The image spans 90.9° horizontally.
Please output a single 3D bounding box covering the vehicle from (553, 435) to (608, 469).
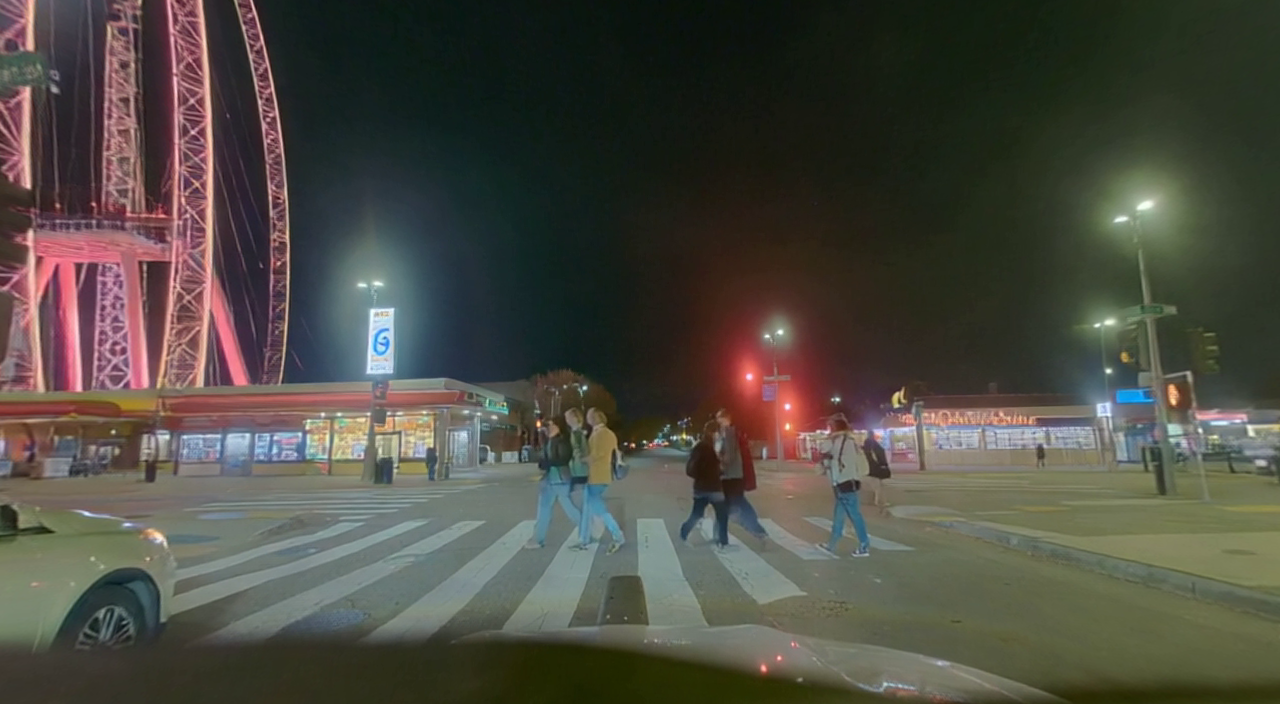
[{"bbox_3d":[-3.910,6.364,40.259,2.549,2.000,5.699,2,-9,-15],"label":"vehicle"}]

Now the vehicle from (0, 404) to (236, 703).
[{"bbox_3d":[-3.376,0.789,1.188,1.940,1.505,4.676,-1,-9,3],"label":"vehicle"}]
